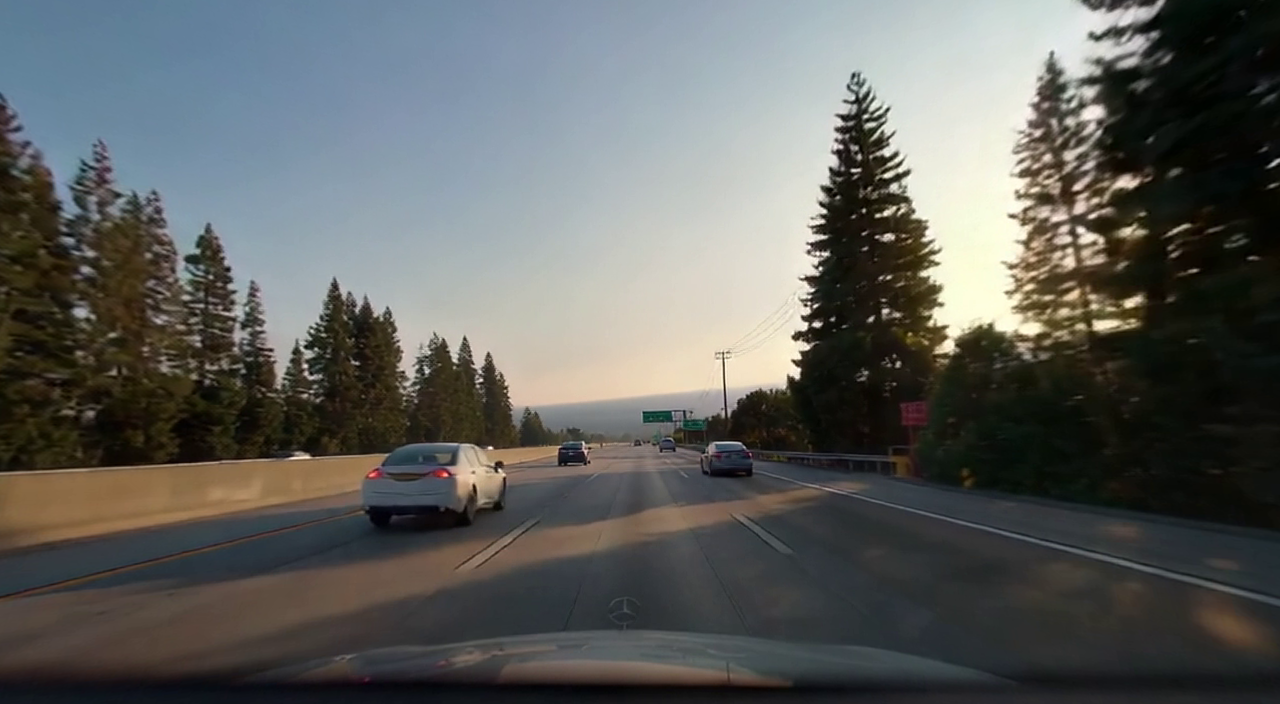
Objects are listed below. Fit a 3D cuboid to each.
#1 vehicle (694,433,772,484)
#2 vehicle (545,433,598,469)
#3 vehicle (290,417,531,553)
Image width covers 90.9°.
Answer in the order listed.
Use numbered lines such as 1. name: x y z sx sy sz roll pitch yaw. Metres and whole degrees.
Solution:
1. vehicle: 3.072 3.628 21.706 1.996 1.579 3.841 0 -8 -1
2. vehicle: -3.561 5.259 33.661 2.217 1.773 4.553 0 -8 1
3. vehicle: -3.151 1.915 9.778 2.049 1.620 4.153 0 -8 2
